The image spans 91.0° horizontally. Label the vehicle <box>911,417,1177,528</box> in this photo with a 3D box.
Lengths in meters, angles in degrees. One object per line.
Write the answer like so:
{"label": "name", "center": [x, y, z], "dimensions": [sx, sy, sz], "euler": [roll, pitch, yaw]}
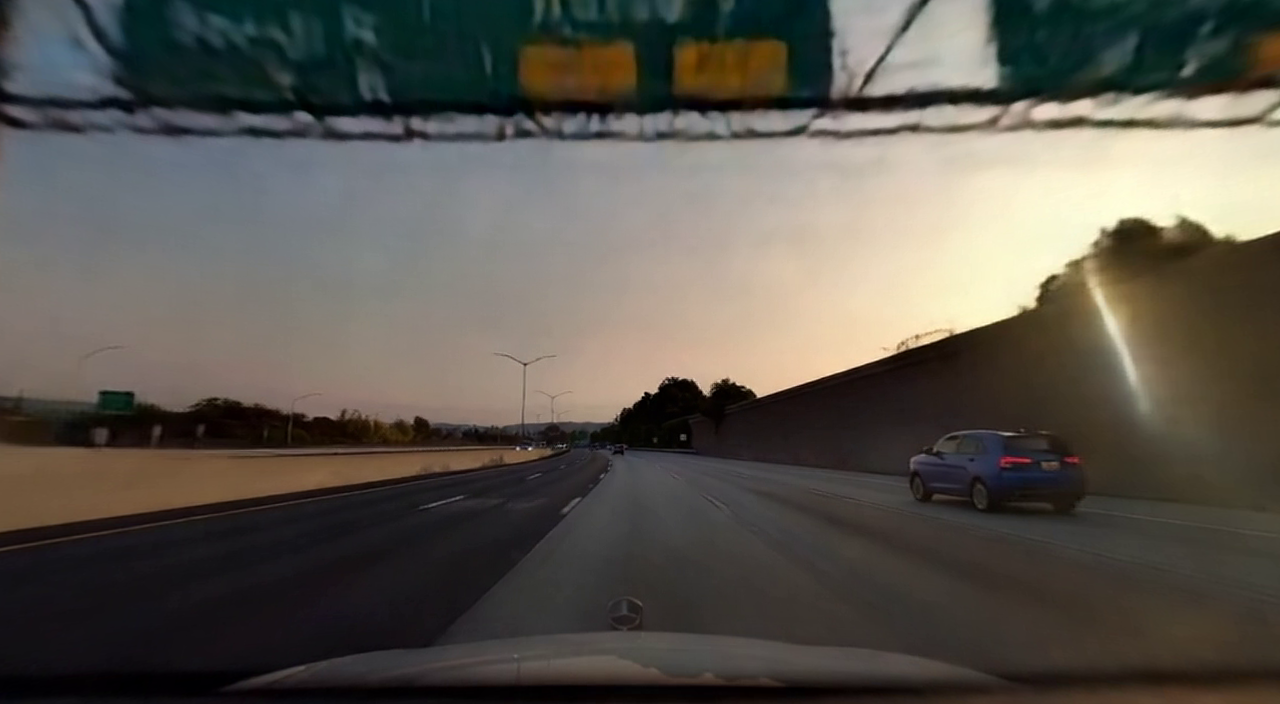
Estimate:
{"label": "vehicle", "center": [7.242, 2.208, 12.032], "dimensions": [2.091, 1.711, 4.383], "euler": [0, -9, -1]}
